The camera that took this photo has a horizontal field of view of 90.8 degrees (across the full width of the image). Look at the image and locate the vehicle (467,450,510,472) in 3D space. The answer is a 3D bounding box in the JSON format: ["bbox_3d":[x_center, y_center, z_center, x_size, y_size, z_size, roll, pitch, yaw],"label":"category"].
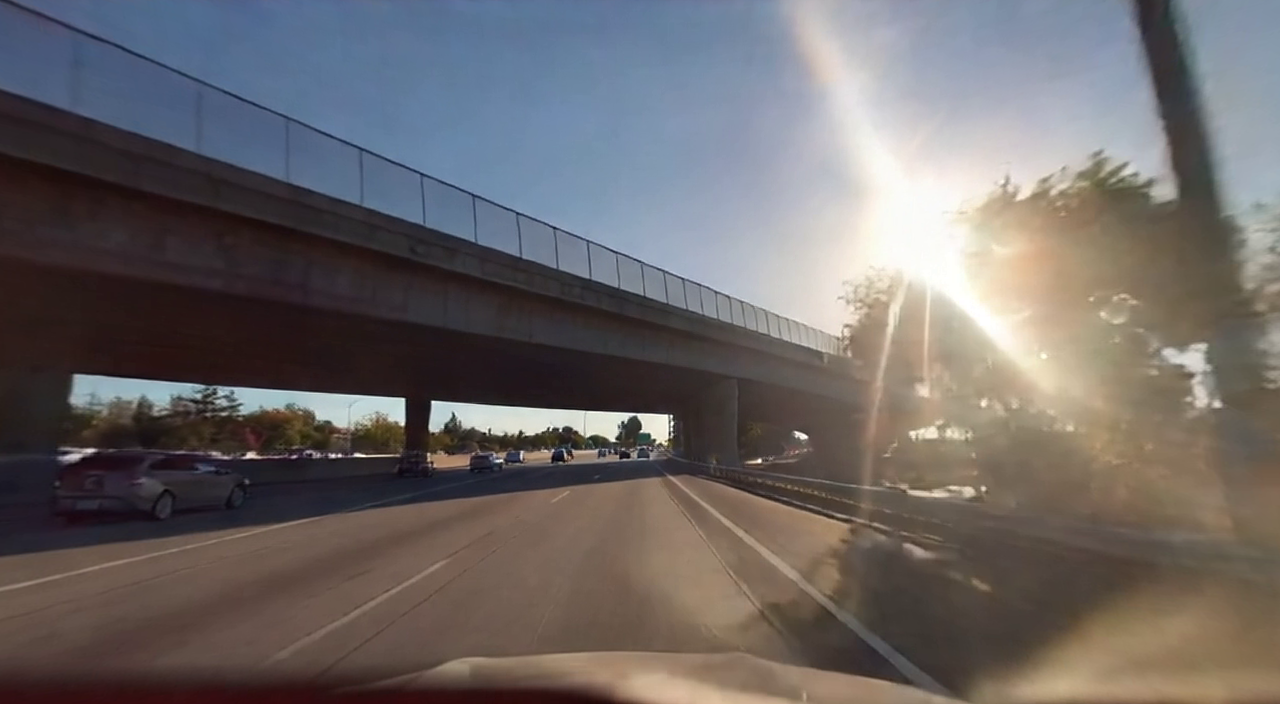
[{"bbox_3d":[-10.850,7.820,45.526,2.271,1.537,4.029,0,-9,-2],"label":"vehicle"}]

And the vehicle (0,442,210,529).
[{"bbox_3d":[-11.631,2.737,13.573,1.829,1.520,4.505,0,-9,-4],"label":"vehicle"}]
